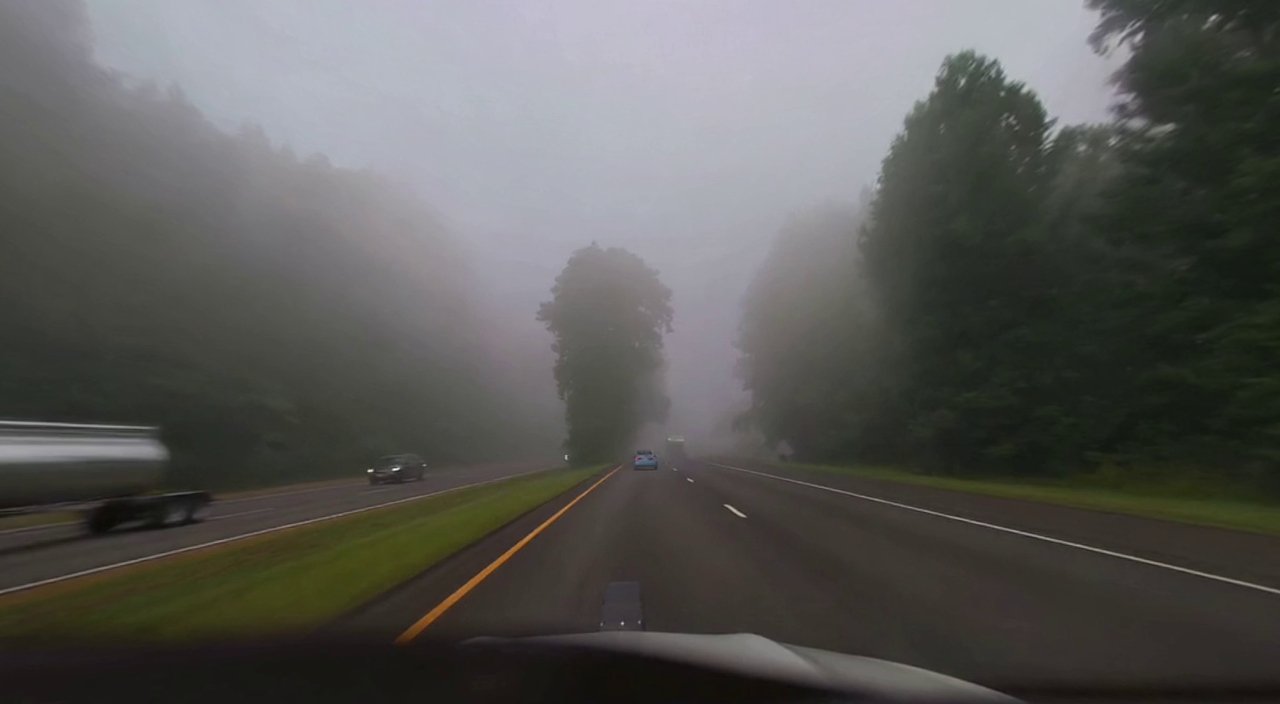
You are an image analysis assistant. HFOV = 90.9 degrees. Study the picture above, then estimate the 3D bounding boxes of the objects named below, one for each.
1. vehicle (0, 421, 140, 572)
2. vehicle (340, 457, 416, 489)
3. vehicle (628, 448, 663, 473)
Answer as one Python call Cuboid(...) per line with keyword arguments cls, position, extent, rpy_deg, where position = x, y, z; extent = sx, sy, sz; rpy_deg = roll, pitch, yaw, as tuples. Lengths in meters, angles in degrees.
Cuboid(cls="vehicle", position=(-8.738, 1.651, 7.031), extent=(2.123, 1.784, 5.057), rpy_deg=(0, -9, 0))
Cuboid(cls="vehicle", position=(-13.325, 6.143, 32.377), extent=(1.959, 1.471, 4.543), rpy_deg=(0, -9, 0))
Cuboid(cls="vehicle", position=(0.295, 6.248, 36.498), extent=(1.926, 1.386, 3.615), rpy_deg=(0, -9, -1))
